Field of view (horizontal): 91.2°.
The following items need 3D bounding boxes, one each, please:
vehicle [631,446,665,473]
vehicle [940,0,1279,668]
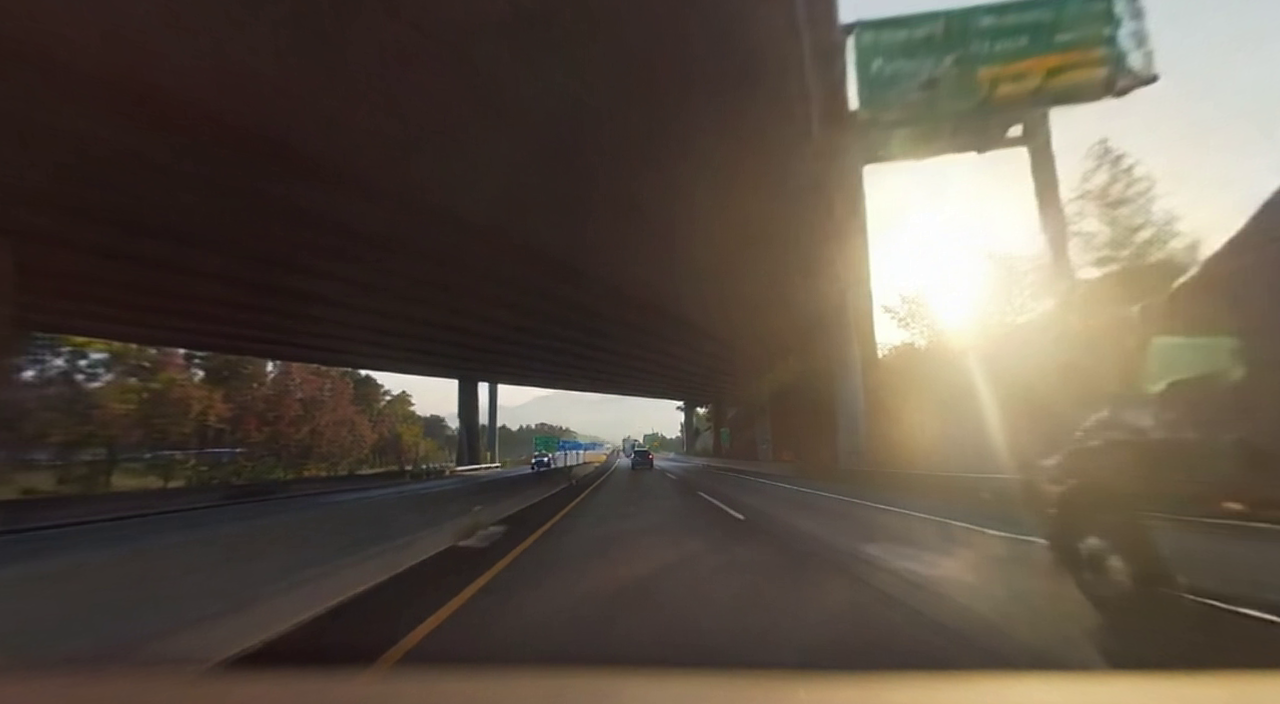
[{"bbox_3d":[0.492,7.172,42.113,2.160,1.691,4.243,0,-9,-1],"label":"vehicle"},{"bbox_3d":[4.827,-0.391,3.117,3.205,3.890,6.518,0,-9,-1],"label":"vehicle"}]
